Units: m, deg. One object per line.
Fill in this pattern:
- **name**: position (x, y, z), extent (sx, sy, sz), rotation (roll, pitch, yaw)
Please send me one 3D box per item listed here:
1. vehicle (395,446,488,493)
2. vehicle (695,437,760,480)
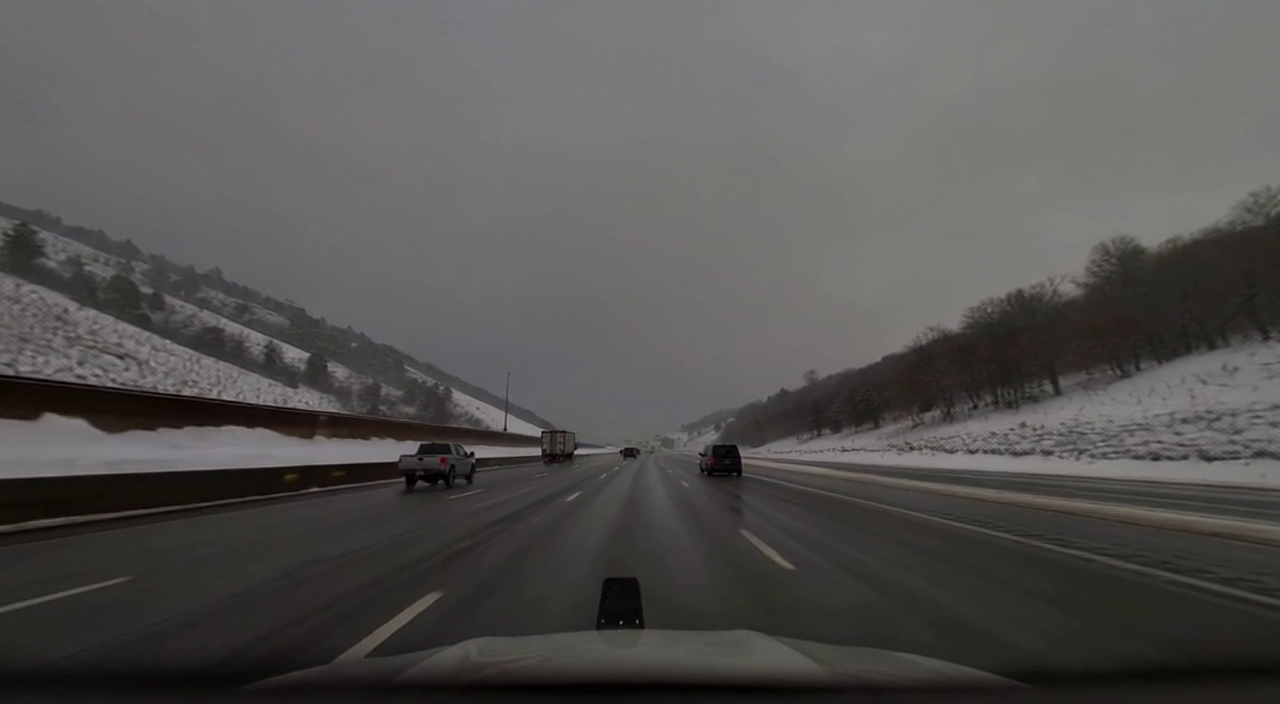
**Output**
- **vehicle**: position (-7.244, 4.306, 23.570), extent (1.935, 1.550, 4.883), rotation (0, -9, 0)
- **vehicle**: position (3.861, 4.814, 28.692), extent (2.231, 1.789, 4.700), rotation (0, -9, -1)
